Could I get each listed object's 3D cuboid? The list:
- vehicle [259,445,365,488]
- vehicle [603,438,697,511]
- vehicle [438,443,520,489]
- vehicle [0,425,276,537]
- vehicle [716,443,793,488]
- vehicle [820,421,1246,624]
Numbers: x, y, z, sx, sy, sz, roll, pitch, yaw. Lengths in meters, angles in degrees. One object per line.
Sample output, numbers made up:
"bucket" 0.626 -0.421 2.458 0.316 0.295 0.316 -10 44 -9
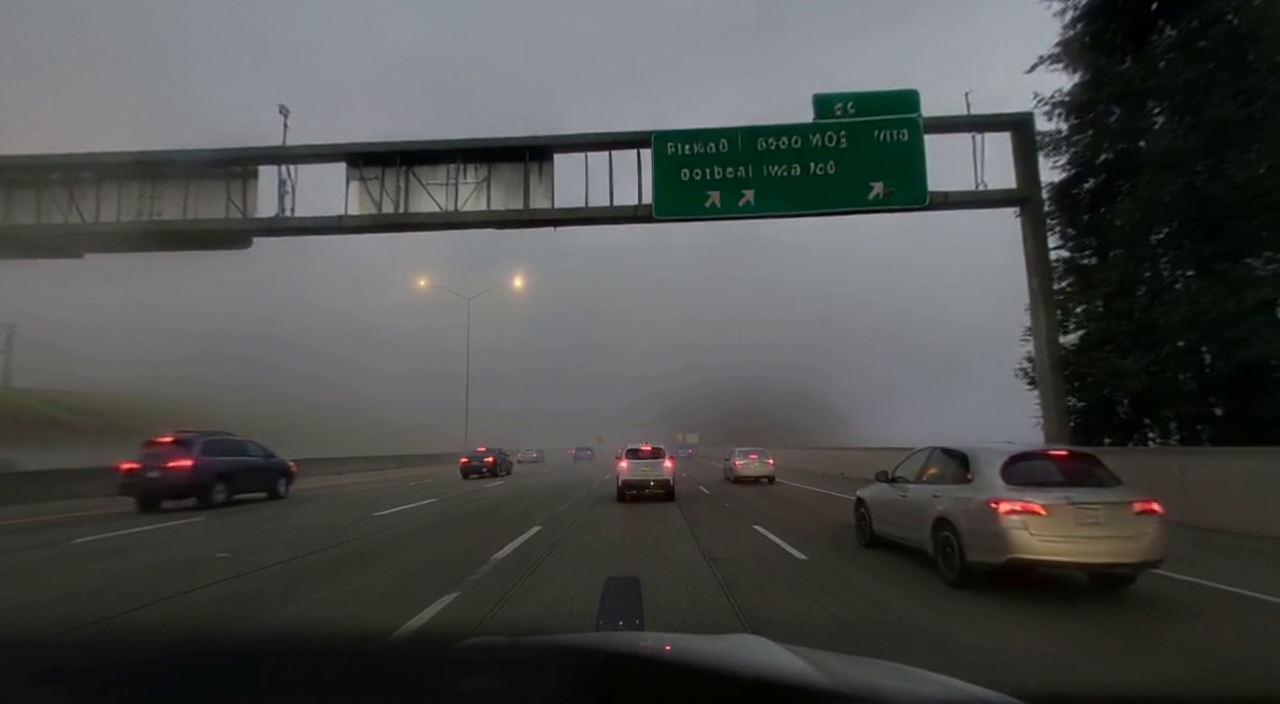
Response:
"vehicle" -13.955 4.848 27.170 2.094 1.662 4.486 0 -8 0
"vehicle" 0.217 2.953 15.693 2.044 1.554 3.824 0 -8 0
"vehicle" -6.012 4.290 24.097 2.014 1.587 4.265 0 -8 0
"vehicle" -10.017 2.503 12.954 1.978 1.821 4.975 -1 -8 1
"vehicle" 4.211 4.236 23.950 2.002 1.499 4.710 0 -8 -1
"vehicle" 3.584 1.595 6.856 2.044 1.523 3.947 0 -8 0
